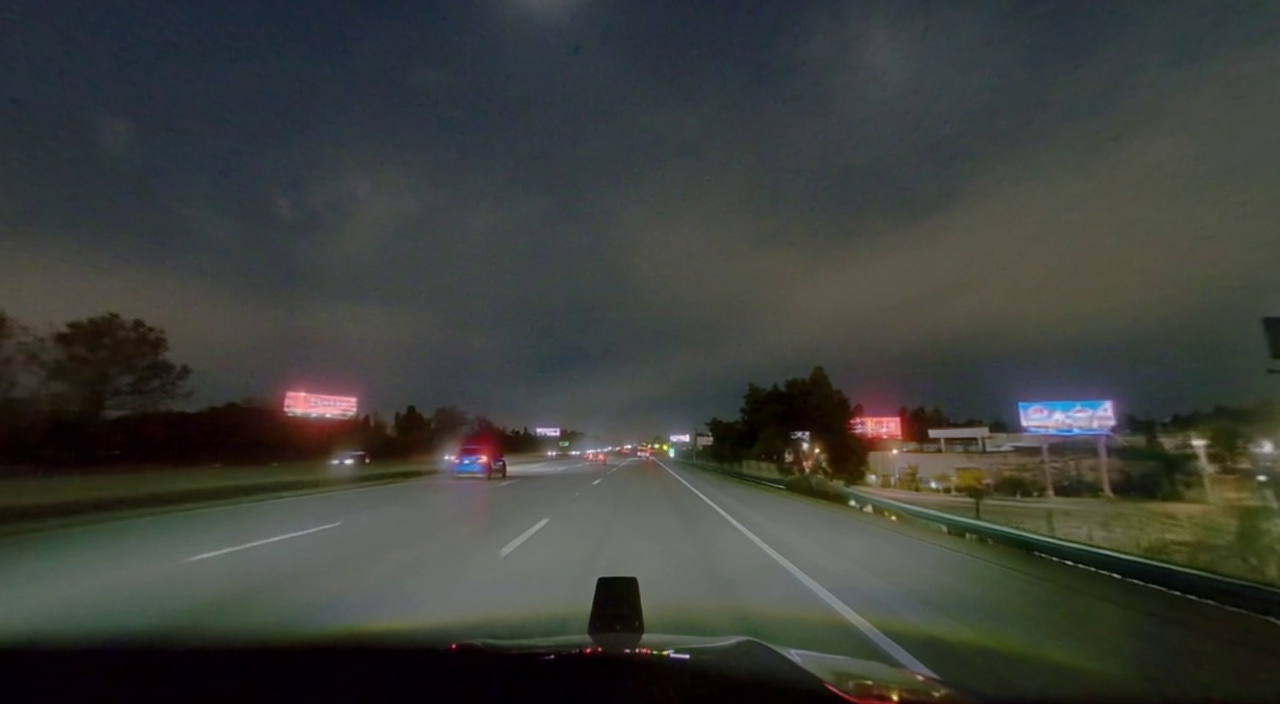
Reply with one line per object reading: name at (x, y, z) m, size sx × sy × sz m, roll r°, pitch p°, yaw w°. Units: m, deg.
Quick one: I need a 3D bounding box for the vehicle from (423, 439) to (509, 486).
vehicle at (-6.920, 4.443, 25.648) m, size 2.055 × 1.683 × 4.804 m, roll 0°, pitch -9°, yaw 1°
